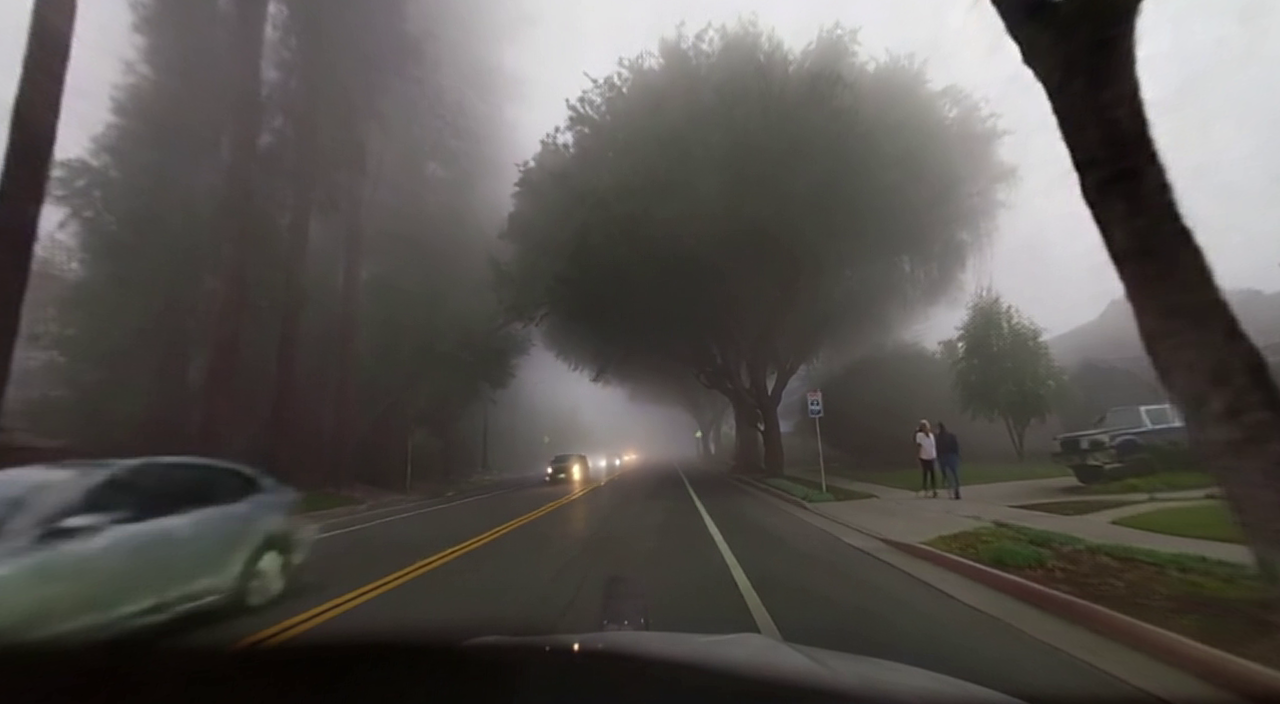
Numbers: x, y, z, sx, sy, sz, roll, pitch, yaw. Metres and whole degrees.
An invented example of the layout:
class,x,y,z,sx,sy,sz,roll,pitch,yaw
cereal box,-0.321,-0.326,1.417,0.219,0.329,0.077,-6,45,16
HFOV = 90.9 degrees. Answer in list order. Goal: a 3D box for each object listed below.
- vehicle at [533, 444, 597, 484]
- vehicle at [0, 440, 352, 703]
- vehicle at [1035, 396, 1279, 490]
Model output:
class,x,y,z,sx,sy,sz,roll,pitch,yaw
vehicle,-3.417,5.209,29.699,2.167,1.691,4.755,0,-8,3
vehicle,-4.393,1.483,5.157,1.906,1.498,4.222,0,-8,3
vehicle,11.974,2.038,14.209,4.665,1.944,2.092,0,-8,1
